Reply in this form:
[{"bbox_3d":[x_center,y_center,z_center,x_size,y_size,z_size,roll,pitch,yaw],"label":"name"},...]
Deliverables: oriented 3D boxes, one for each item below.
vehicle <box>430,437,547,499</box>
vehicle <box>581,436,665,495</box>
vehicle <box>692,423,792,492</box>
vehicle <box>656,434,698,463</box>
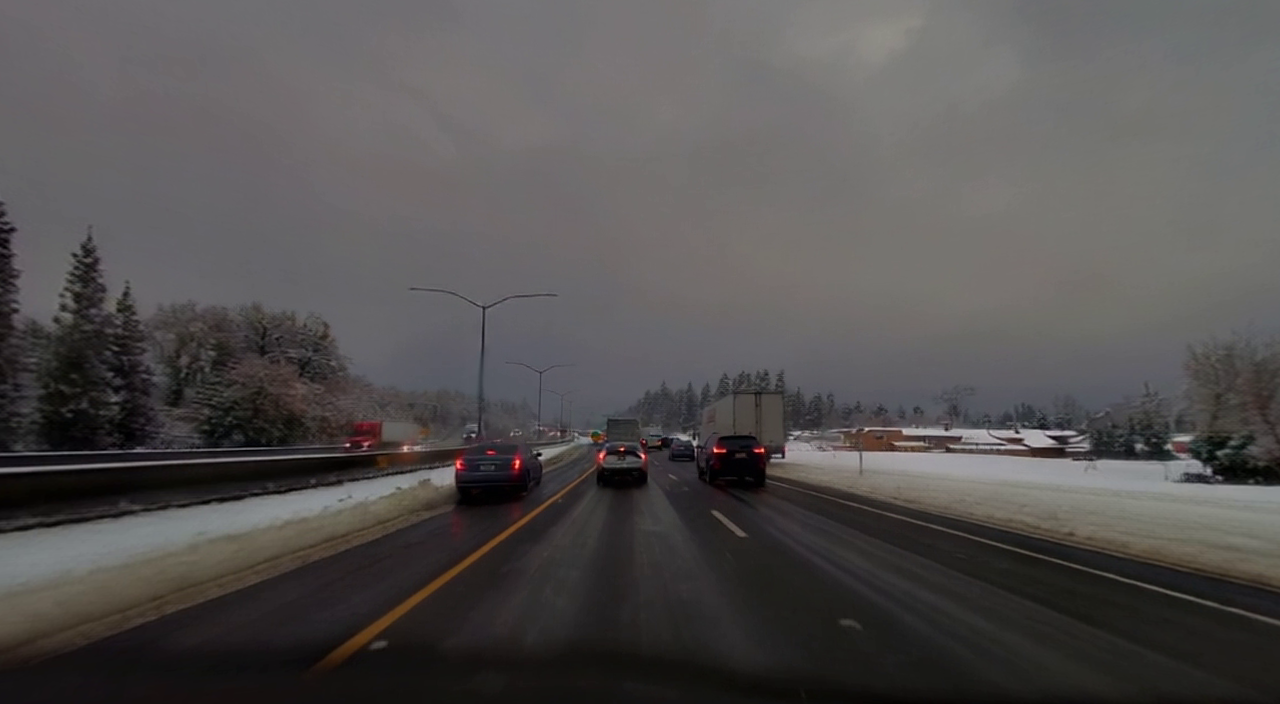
[{"bbox_3d":[-3.830,3.007,16.788,1.998,1.423,4.436,0,-8,0],"label":"vehicle"},{"bbox_3d":[-0.456,3.166,18.000,2.136,1.470,3.971,0,-8,-1],"label":"vehicle"},{"bbox_3d":[2.993,3.230,19.609,2.173,1.870,4.499,0,-8,-2],"label":"vehicle"},{"bbox_3d":[2.491,6.712,44.027,2.476,1.843,5.652,0,-8,-1],"label":"vehicle"}]
